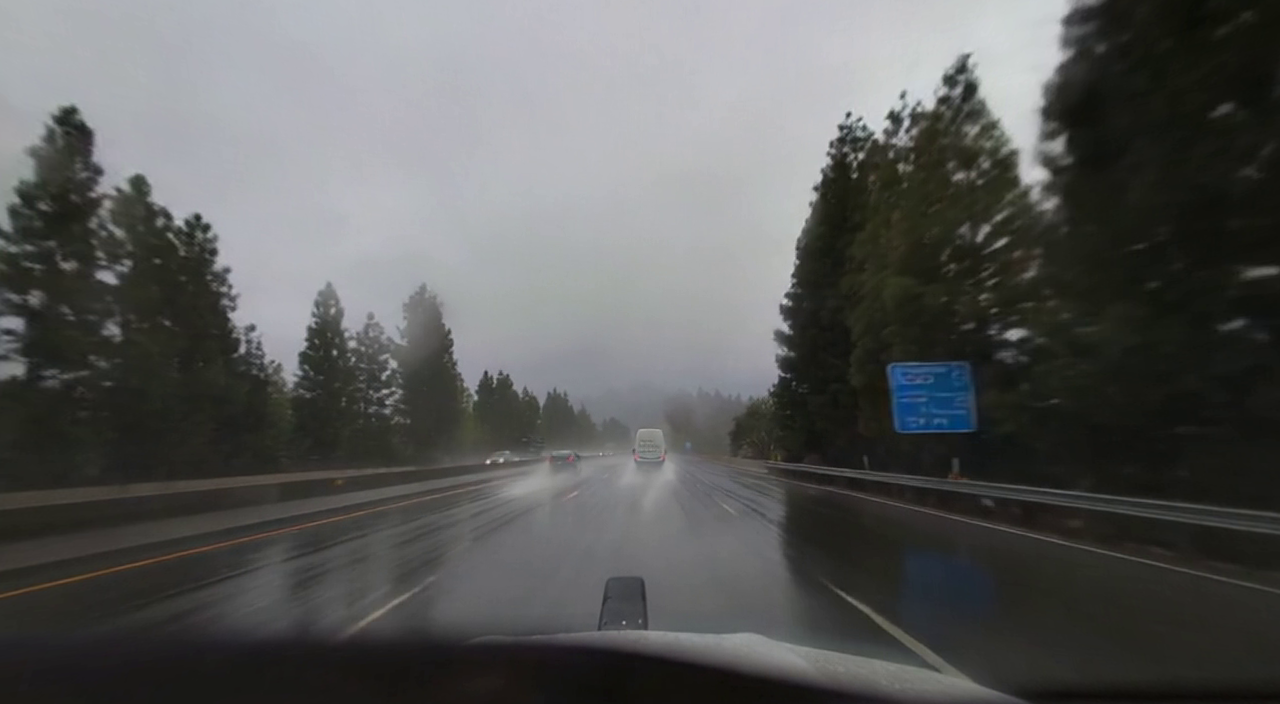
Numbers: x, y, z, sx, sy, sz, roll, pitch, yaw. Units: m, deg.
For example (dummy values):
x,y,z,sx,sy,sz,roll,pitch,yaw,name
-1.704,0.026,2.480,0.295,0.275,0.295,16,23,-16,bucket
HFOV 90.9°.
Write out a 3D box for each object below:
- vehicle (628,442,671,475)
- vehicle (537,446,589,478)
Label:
x,y,z,sx,sy,sz,roll,pitch,yaw,name
0.481,5.736,34.162,2.172,1.687,3.929,0,-9,0,vehicle
-3.793,5.487,31.640,1.998,1.460,4.422,0,-9,1,vehicle
